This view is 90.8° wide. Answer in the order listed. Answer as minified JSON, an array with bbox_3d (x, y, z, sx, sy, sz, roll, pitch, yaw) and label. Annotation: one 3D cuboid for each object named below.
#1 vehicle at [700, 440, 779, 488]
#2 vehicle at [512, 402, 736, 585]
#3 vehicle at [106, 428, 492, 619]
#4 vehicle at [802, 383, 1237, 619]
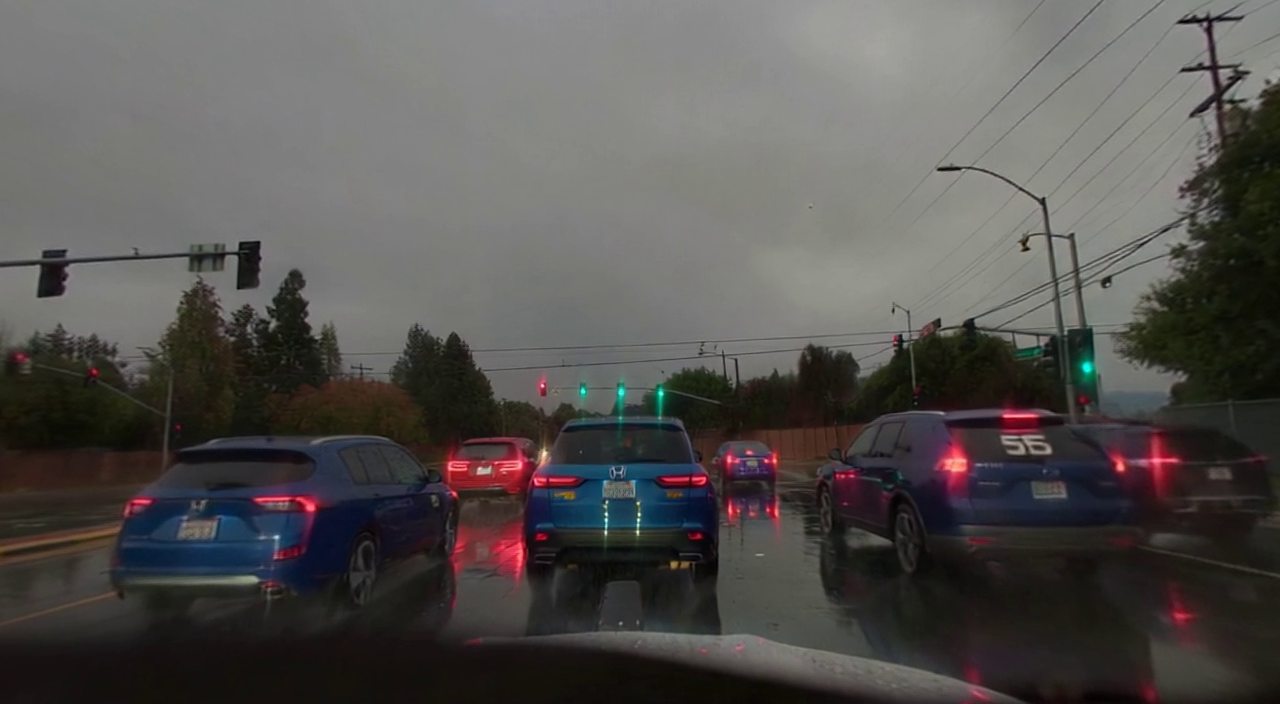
[{"bbox_3d":[3.345,3.871,22.159,1.949,1.479,4.489,0,-9,-1],"label":"vehicle"},{"bbox_3d":[-0.123,1.652,8.097,2.111,1.712,4.078,0,-9,1],"label":"vehicle"},{"bbox_3d":[-3.190,1.675,7.214,1.881,1.466,4.484,0,-9,0],"label":"vehicle"},{"bbox_3d":[3.501,1.481,7.185,1.999,1.789,4.583,0,-9,-1],"label":"vehicle"}]
